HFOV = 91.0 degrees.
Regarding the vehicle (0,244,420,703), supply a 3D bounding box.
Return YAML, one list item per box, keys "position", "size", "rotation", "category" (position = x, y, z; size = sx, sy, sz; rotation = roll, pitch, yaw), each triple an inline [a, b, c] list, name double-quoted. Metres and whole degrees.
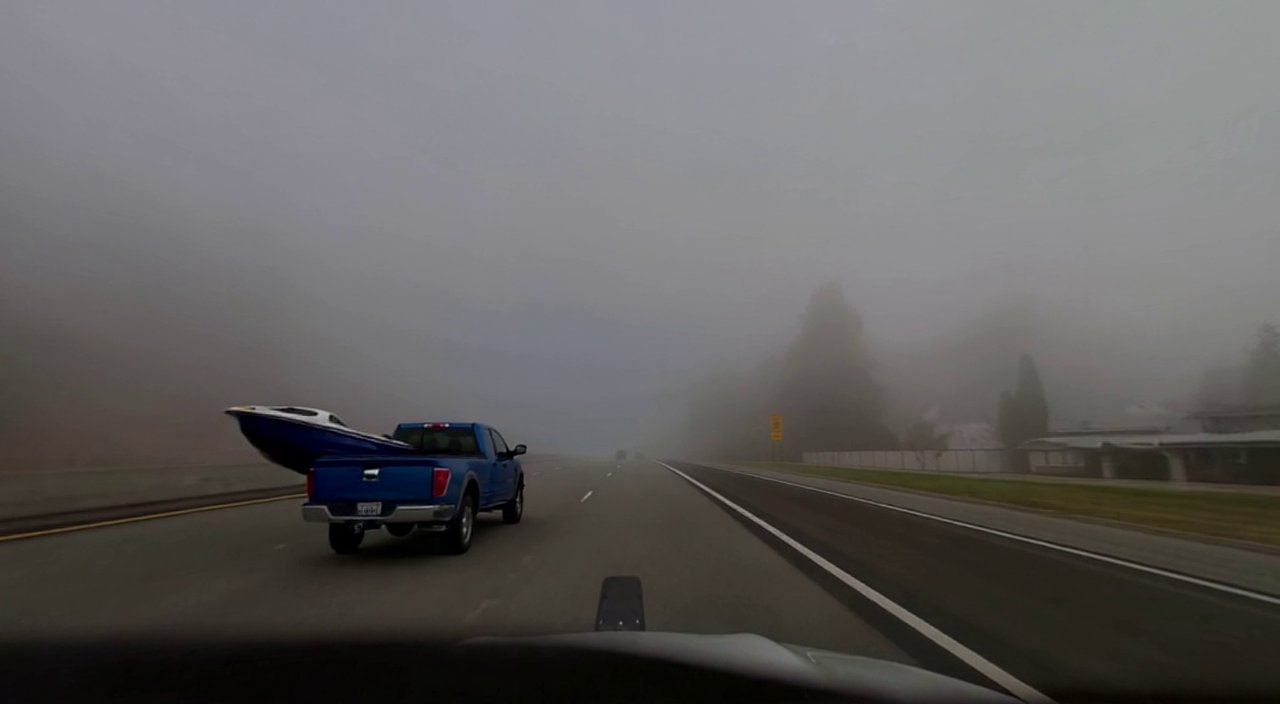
- position: [-2.827, 0.750, 2.434]
  size: [1.919, 1.935, 5.609]
  rotation: [0, -8, 0]
  category: "vehicle"
